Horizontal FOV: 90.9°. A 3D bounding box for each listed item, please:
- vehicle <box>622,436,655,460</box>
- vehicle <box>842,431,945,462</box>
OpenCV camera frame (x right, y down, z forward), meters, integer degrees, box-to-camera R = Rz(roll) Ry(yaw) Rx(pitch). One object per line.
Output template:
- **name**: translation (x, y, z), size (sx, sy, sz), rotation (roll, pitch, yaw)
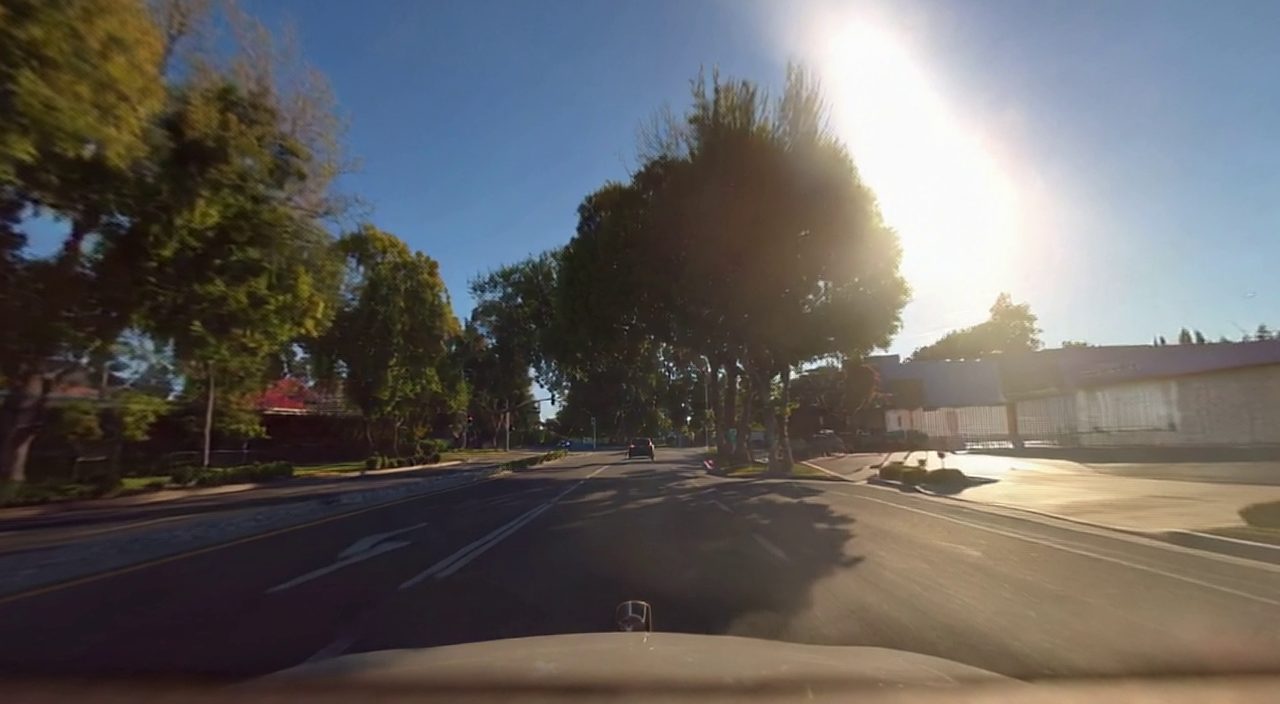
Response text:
- **vehicle**: translation (-0.071, 6.780, 44.645), size (2.196, 1.646, 4.109), rotation (0, -8, 2)
- **vehicle**: translation (14.004, 5.187, 34.909), size (5.001, 1.554, 1.961), rotation (-3, -9, 31)
